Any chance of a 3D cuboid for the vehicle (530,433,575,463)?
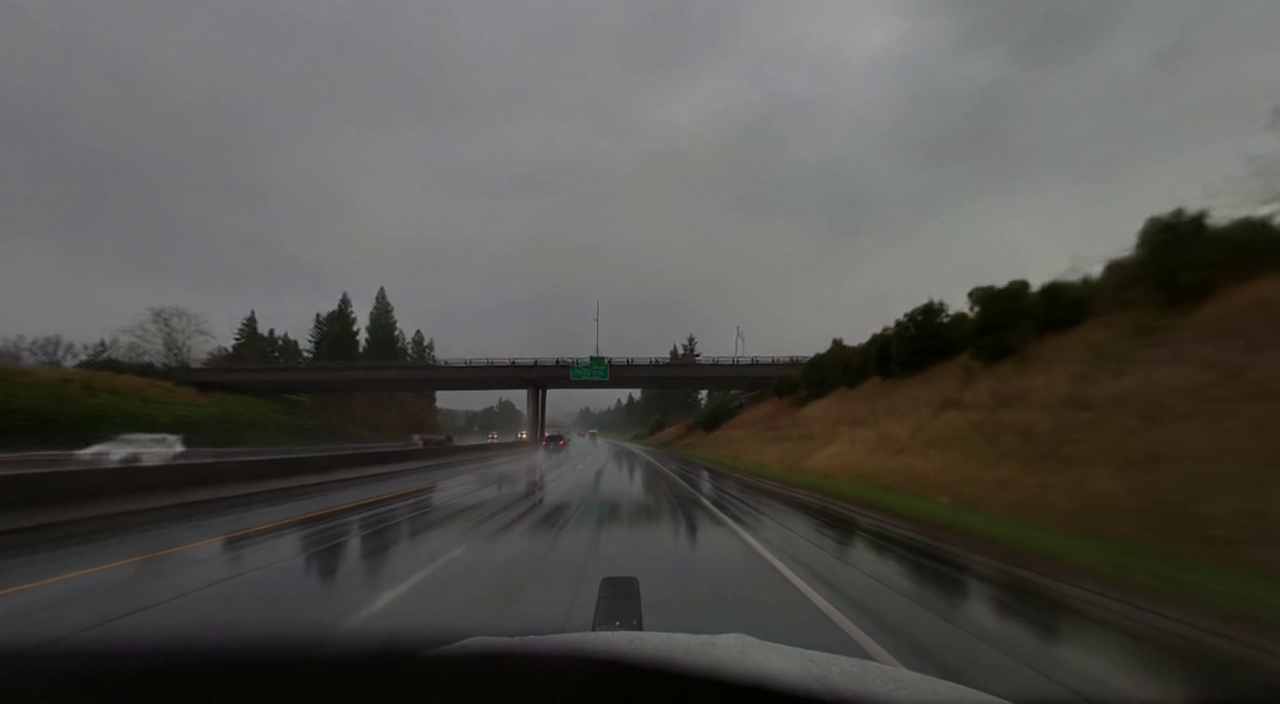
[{"bbox_3d":[-4.785,5.276,34.842,2.005,1.509,4.260,0,-8,-1],"label":"vehicle"}]
